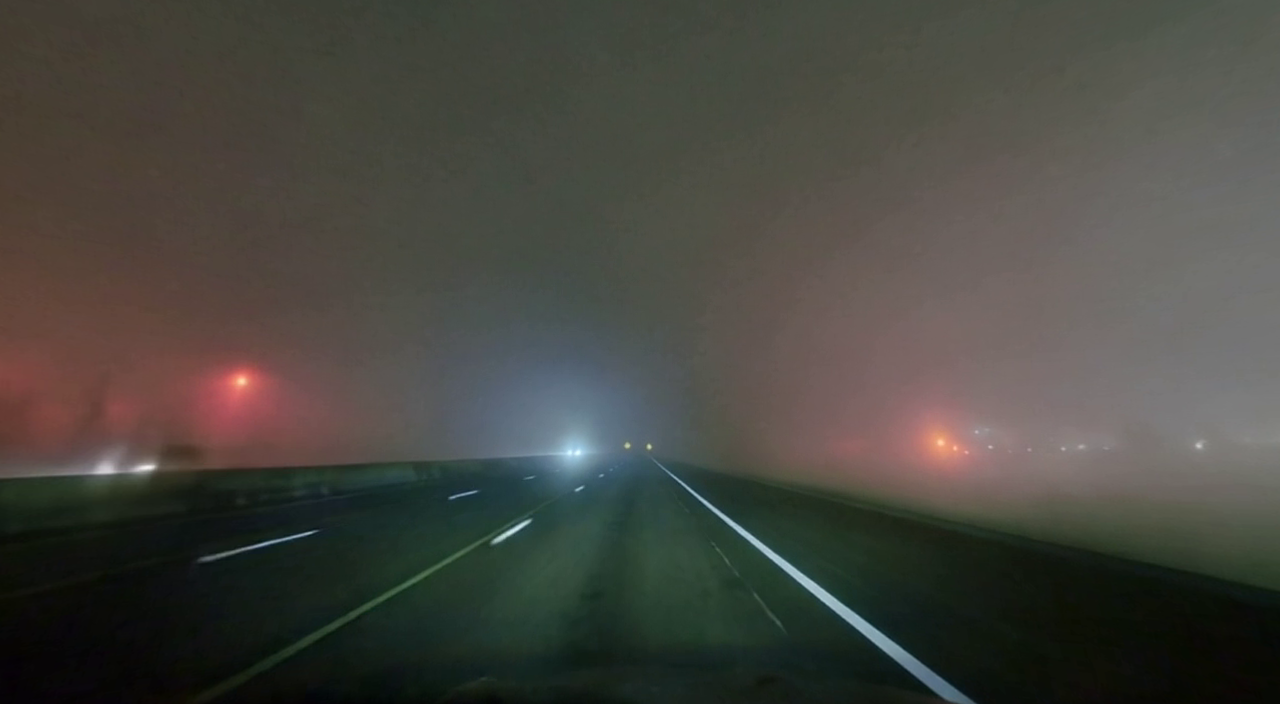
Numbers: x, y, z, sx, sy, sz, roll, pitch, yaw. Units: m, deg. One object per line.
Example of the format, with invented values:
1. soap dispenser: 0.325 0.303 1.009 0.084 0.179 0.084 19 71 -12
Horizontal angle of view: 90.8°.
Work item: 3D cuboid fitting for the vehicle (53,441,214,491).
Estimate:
1. vehicle: -19.975 4.502 25.278 2.080 1.759 5.207 0 -9 0
